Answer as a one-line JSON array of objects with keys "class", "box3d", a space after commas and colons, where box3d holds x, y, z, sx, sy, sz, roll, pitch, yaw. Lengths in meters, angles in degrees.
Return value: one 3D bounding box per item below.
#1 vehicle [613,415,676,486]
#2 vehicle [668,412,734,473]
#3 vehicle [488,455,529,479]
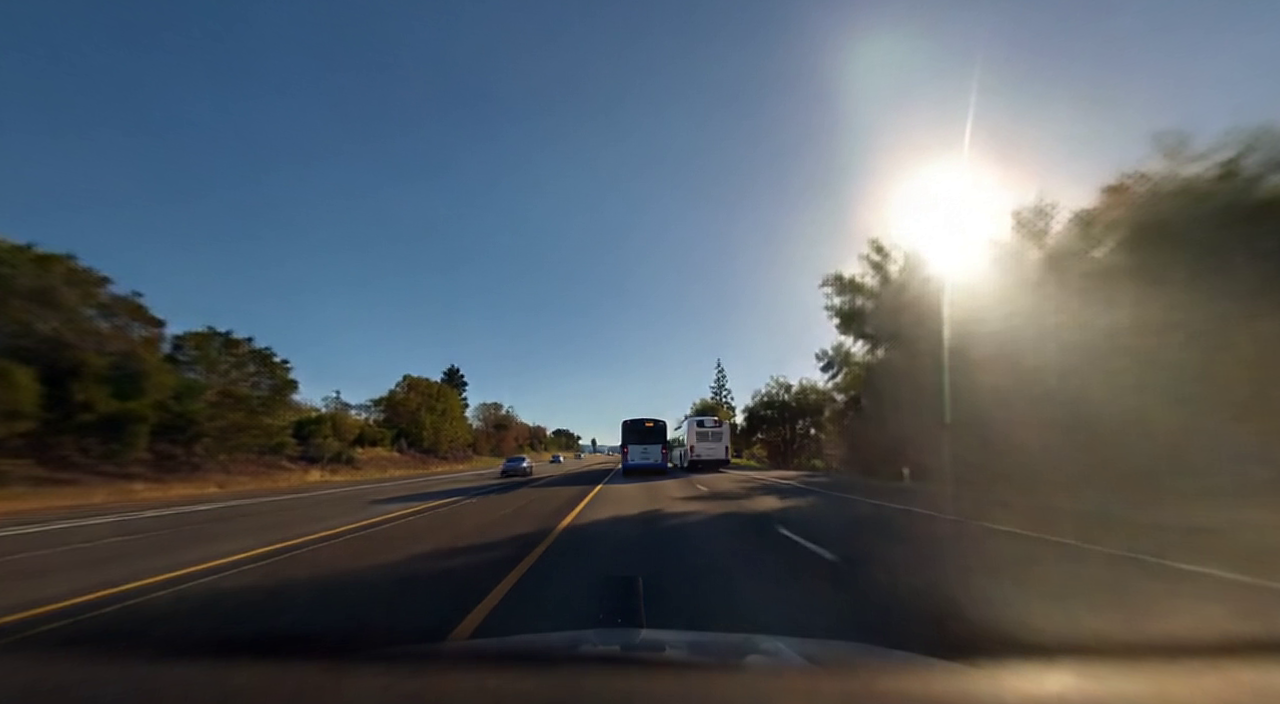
[{"class": "vehicle", "box3d": [0.072, 4.218, 26.836, 2.414, 2.675, 5.574, 0, -9, -2]}, {"class": "vehicle", "box3d": [4.032, 6.560, 44.921, 3.074, 3.668, 12.805, 0, -9, -2]}, {"class": "vehicle", "box3d": [-9.063, 7.921, 43.407, 1.893, 1.482, 4.464, 0, -9, 0]}]
